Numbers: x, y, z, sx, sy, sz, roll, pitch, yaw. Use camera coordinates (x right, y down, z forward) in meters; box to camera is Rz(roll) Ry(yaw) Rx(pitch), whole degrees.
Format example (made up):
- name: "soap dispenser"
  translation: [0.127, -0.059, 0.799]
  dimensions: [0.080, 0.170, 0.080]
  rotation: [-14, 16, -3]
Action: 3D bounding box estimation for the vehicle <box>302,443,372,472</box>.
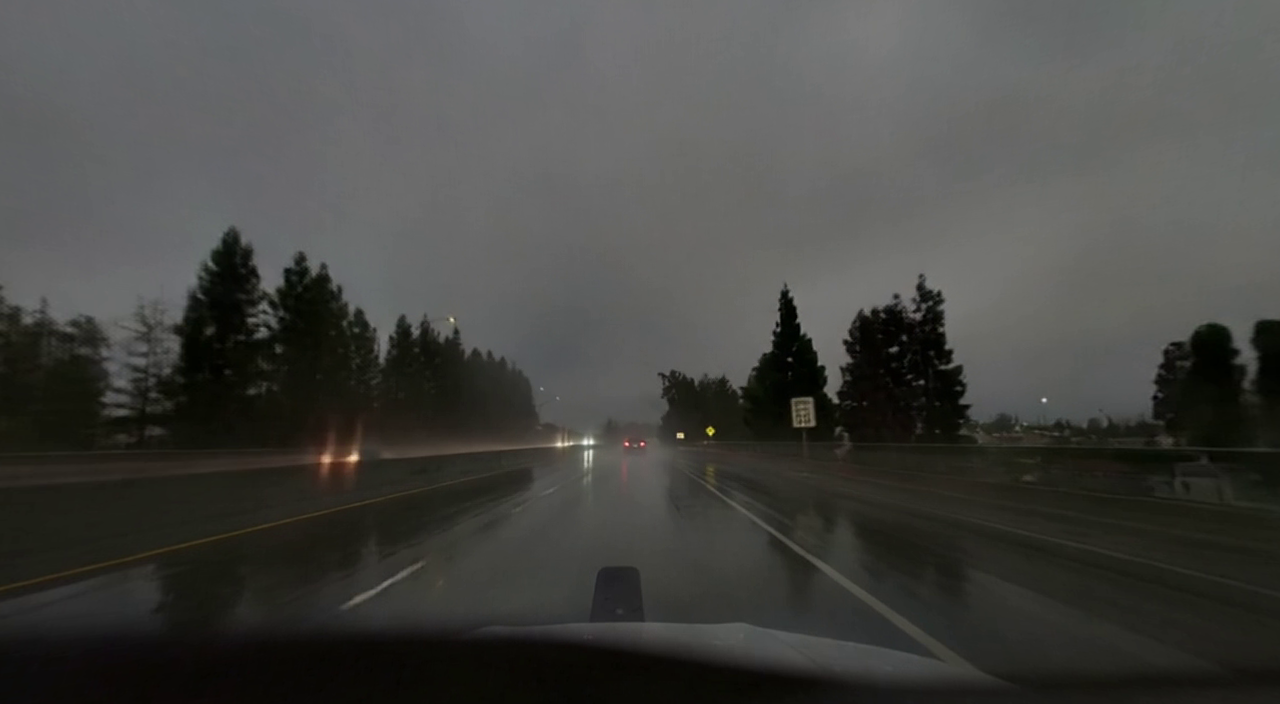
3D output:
- name: "vehicle"
  translation: [-16.452, 5.724, 34.410]
  dimensions: [1.829, 1.464, 3.999]
  rotation: [0, -8, 0]
